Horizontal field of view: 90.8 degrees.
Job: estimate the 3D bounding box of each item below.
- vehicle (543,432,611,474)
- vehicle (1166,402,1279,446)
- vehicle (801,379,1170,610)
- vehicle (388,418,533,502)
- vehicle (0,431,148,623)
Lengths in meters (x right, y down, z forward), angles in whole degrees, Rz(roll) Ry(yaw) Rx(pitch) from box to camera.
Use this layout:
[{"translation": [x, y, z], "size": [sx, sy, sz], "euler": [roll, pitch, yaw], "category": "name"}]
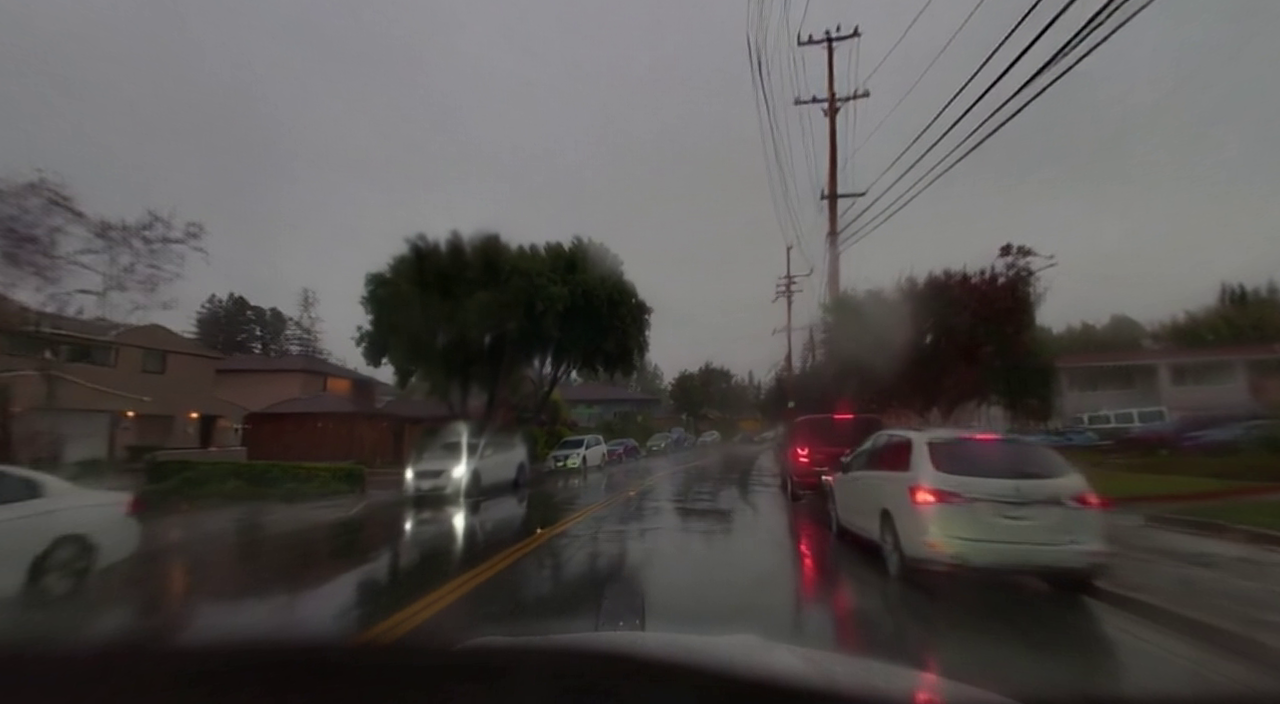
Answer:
[{"translation": [-3.027, 5.014, 31.542], "size": [2.192, 1.873, 4.985], "euler": [-3, -8, 9], "category": "vehicle"}, {"translation": [27.544, 3.456, 29.625], "size": [2.164, 1.722, 4.621], "euler": [-1, -11, 8], "category": "vehicle"}, {"translation": [3.391, 1.489, 7.644], "size": [2.032, 1.810, 5.047], "euler": [-1, -8, 6], "category": "vehicle"}, {"translation": [-5.159, 3.274, 19.142], "size": [2.353, 2.037, 5.358], "euler": [-5, -10, 6], "category": "vehicle"}, {"translation": [-7.089, 1.555, 5.002], "size": [2.184, 1.751, 5.057], "euler": [-4, -9, 3], "category": "vehicle"}]
